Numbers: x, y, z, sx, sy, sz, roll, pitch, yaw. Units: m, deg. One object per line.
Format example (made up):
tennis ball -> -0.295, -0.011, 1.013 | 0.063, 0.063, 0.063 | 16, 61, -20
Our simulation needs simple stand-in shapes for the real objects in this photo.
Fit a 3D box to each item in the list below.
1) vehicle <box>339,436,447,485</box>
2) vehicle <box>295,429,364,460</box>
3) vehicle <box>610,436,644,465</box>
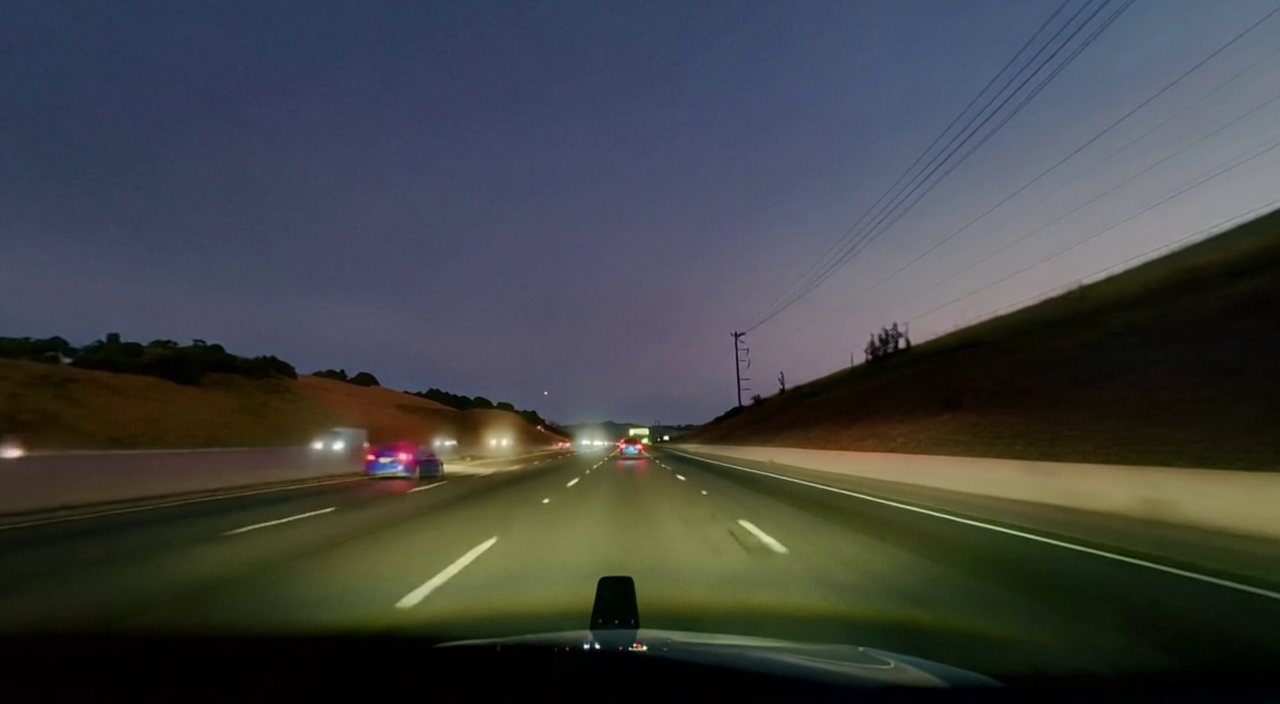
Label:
vehicle -> -8.381, 3.714, 21.861 | 2.047, 1.486, 4.306 | 0, -8, -1
vehicle -> -19.175, 5.744, 39.124 | 2.119, 1.821, 4.700 | 0, -8, -3
vehicle -> -0.833, 6.231, 40.070 | 2.040, 1.715, 3.906 | 0, -8, -1
